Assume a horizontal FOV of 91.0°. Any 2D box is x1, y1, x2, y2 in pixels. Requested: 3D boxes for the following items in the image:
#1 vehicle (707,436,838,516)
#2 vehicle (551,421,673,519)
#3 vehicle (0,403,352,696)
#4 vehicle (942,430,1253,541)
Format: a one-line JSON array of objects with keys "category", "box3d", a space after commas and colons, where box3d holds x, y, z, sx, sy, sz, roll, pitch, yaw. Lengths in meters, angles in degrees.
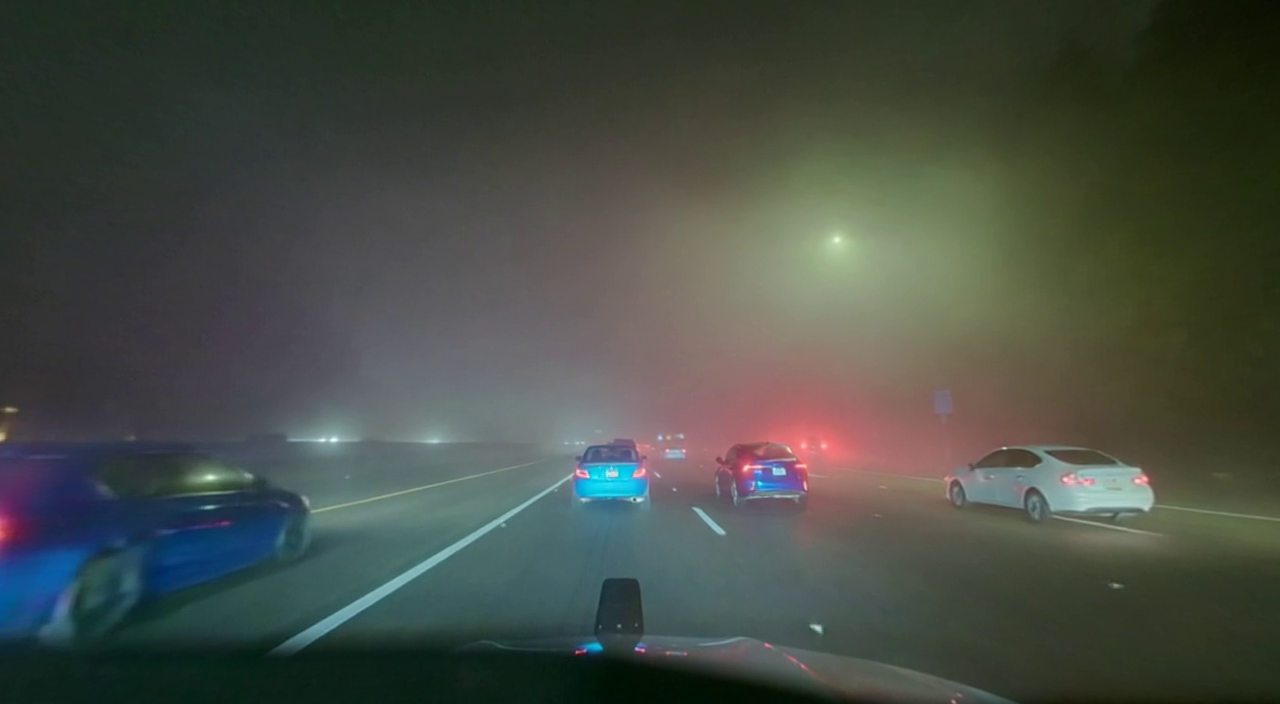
[{"category": "vehicle", "box3d": [2.829, 2.761, 14.506, 1.975, 1.532, 4.227, 1, -9, -2]}, {"category": "vehicle", "box3d": [-0.544, 2.406, 13.264, 2.181, 1.728, 3.970, 1, -9, -2]}, {"category": "vehicle", "box3d": [-4.429, 1.275, 4.864, 2.071, 1.537, 4.912, 0, -9, 0]}, {"category": "vehicle", "box3d": [8.083, 2.374, 11.910, 2.106, 1.641, 4.671, 1, -9, -5]}]
